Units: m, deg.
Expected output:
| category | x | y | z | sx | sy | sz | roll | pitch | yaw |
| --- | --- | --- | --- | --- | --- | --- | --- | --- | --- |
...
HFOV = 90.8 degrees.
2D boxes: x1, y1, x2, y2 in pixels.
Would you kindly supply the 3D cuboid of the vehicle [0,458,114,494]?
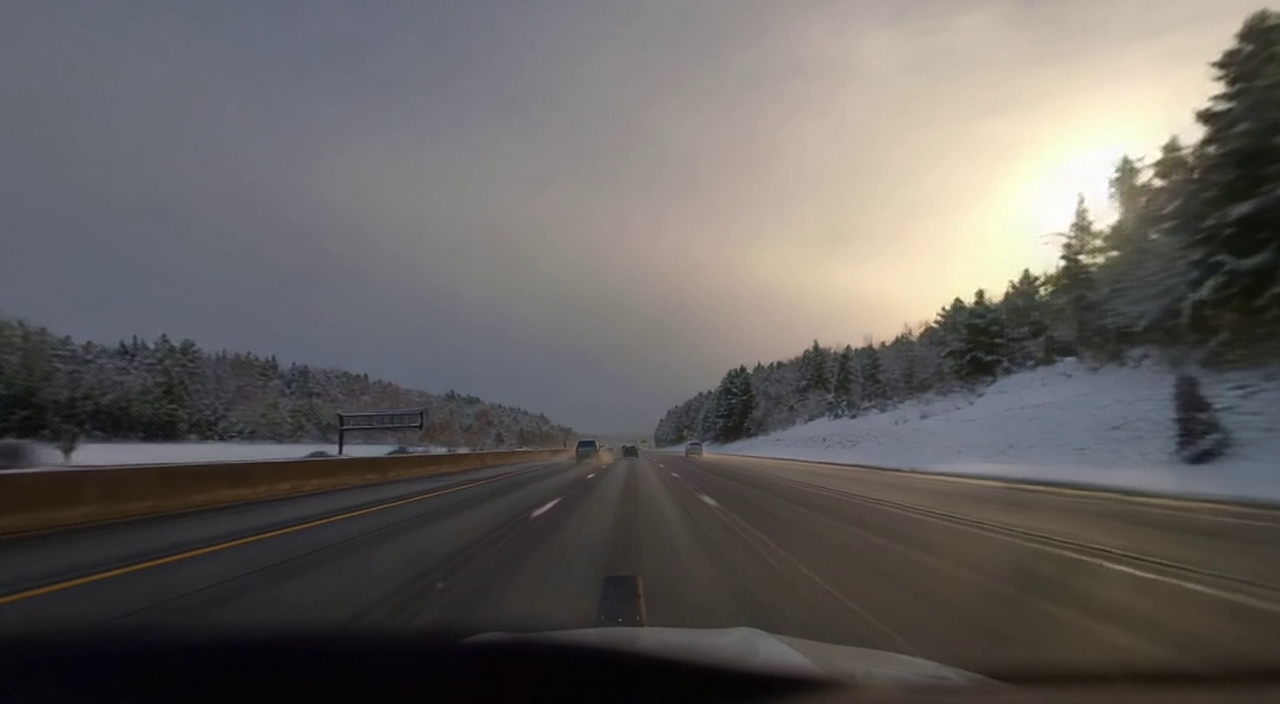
| category | x | y | z | sx | sy | sz | roll | pitch | yaw |
| --- | --- | --- | --- | --- | --- | --- | --- | --- | --- |
| vehicle | -28.424 | 5.947 | 30.599 | 1.879 | 1.475 | 4.688 | 0 | -9 | -1 |
